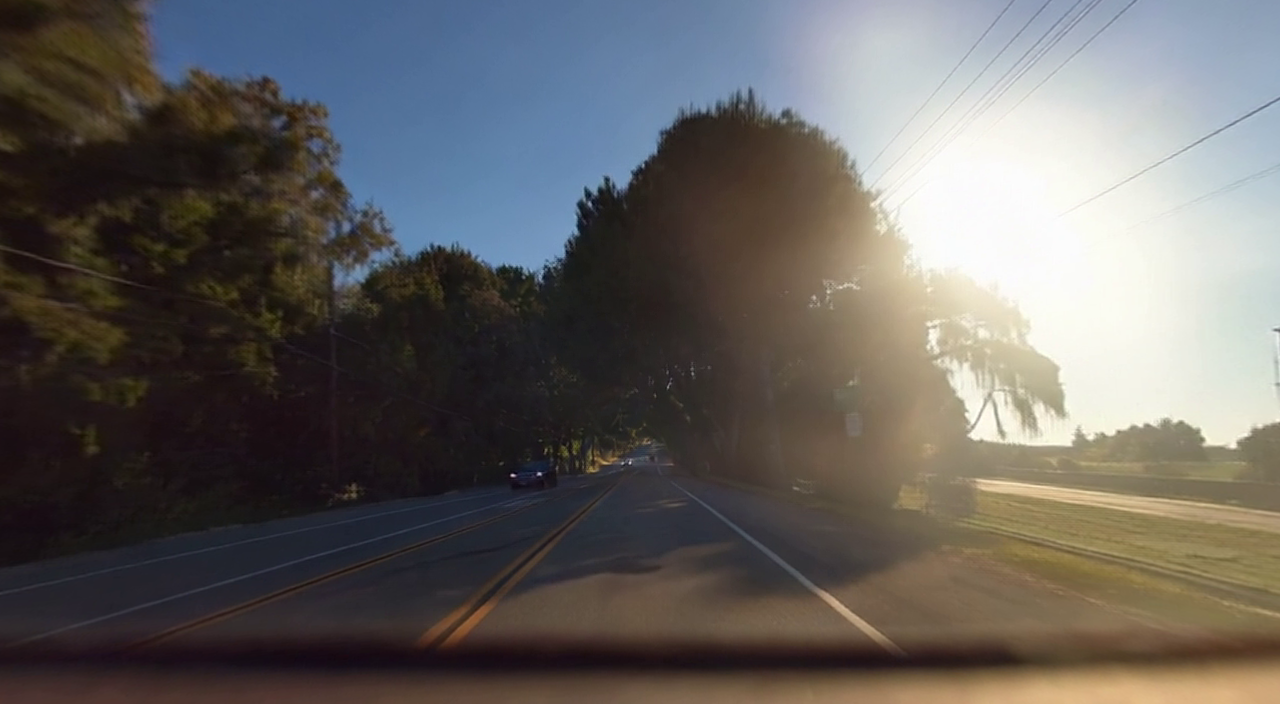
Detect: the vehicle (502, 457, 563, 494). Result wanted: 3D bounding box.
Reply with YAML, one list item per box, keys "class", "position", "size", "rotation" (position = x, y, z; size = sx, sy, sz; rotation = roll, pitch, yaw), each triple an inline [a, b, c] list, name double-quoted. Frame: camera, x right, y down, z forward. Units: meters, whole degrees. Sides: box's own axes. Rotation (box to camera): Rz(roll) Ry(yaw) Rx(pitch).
- class: "vehicle"
  position: [-4.965, 5.745, 29.664]
  size: [2.000, 1.546, 4.342]
  rotation: [0, -9, 2]
